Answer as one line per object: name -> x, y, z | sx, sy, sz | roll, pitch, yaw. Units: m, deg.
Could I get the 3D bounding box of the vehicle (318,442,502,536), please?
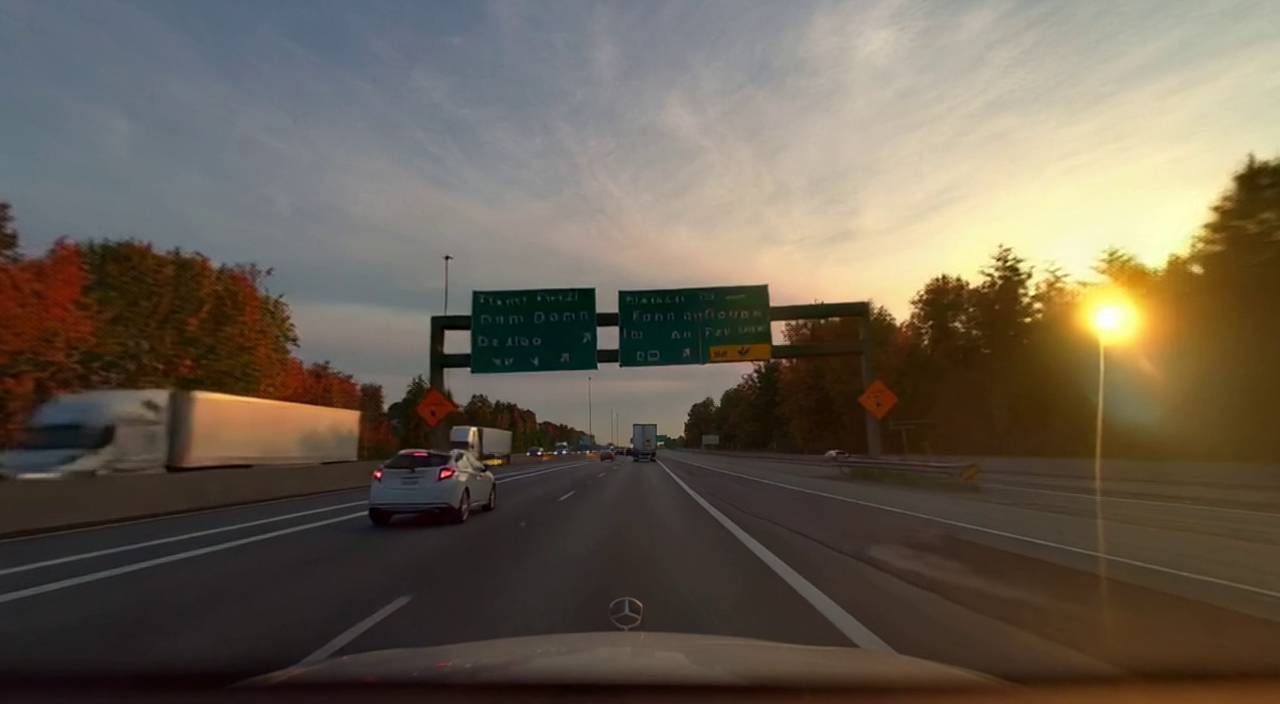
vehicle -> -4.127, 2.502, 12.146 | 1.945, 1.488, 4.043 | 0, -9, 1

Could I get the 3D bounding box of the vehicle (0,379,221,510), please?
vehicle -> -17.559, 3.062, 20.953 | 2.974, 3.730, 5.926 | 0, -9, 0
